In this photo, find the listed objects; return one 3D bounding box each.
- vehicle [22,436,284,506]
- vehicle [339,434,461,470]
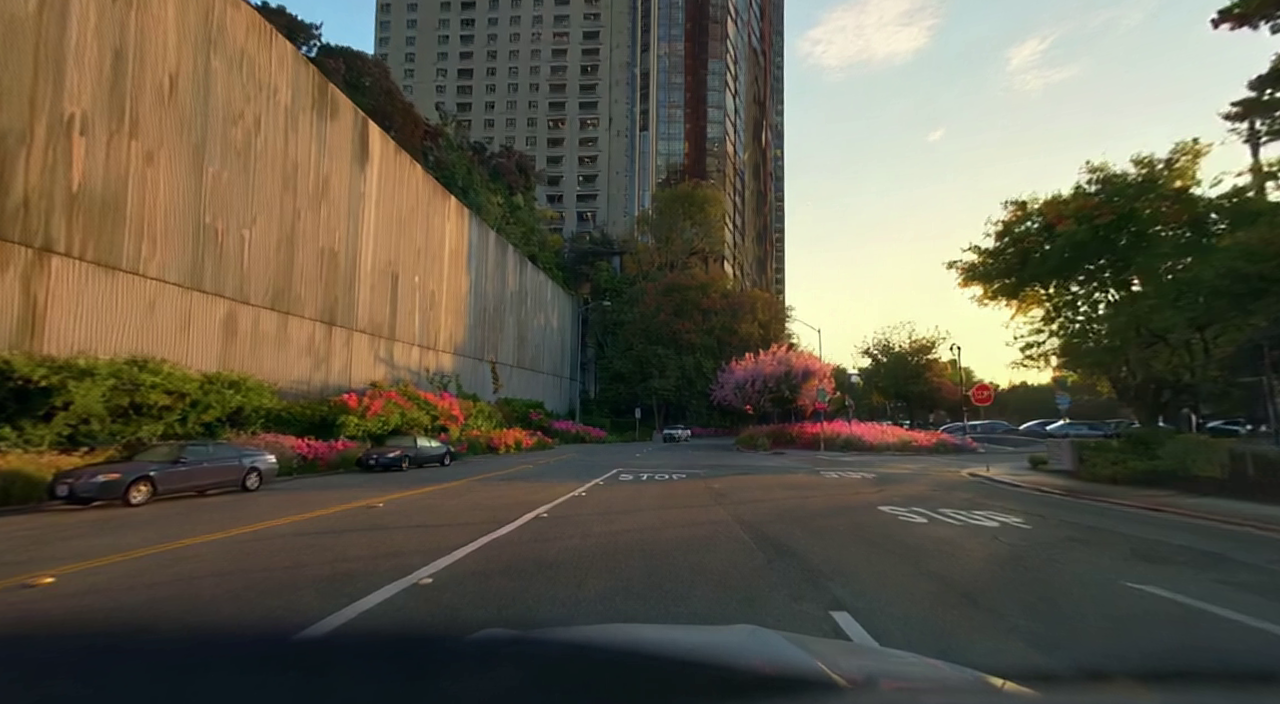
[{"bbox_3d":[-11.219,2.765,15.044,4.421,1.446,2.053,3,-9,-20],"label":"vehicle"},{"bbox_3d":[-10.597,4.406,27.957,4.694,1.447,2.137,5,-10,-29],"label":"vehicle"}]
